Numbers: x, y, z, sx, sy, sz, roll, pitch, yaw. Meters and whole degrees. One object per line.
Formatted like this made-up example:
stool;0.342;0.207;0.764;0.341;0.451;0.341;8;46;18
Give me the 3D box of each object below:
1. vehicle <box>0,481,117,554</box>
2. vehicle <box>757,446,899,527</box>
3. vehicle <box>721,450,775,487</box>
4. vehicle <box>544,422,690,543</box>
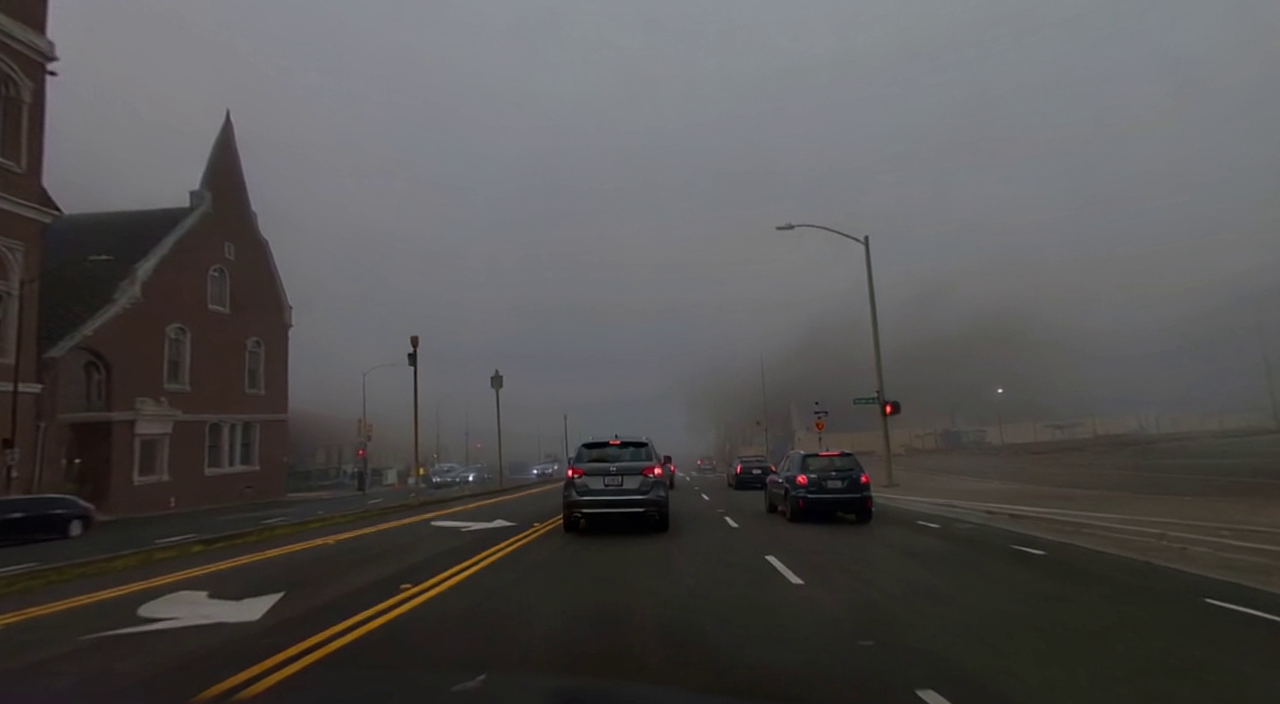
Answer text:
vehicle;-16.127;4.154;15.836;1.901;1.532;4.733;0;-9;1
vehicle;3.902;2.829;13.976;1.883;1.472;4.471;-1;-9;2
vehicle;4.794;5.214;28.603;1.890;1.491;4.166;-1;-9;2
vehicle;-0.252;2.266;11.548;2.168;1.776;4.135;-1;-9;3
